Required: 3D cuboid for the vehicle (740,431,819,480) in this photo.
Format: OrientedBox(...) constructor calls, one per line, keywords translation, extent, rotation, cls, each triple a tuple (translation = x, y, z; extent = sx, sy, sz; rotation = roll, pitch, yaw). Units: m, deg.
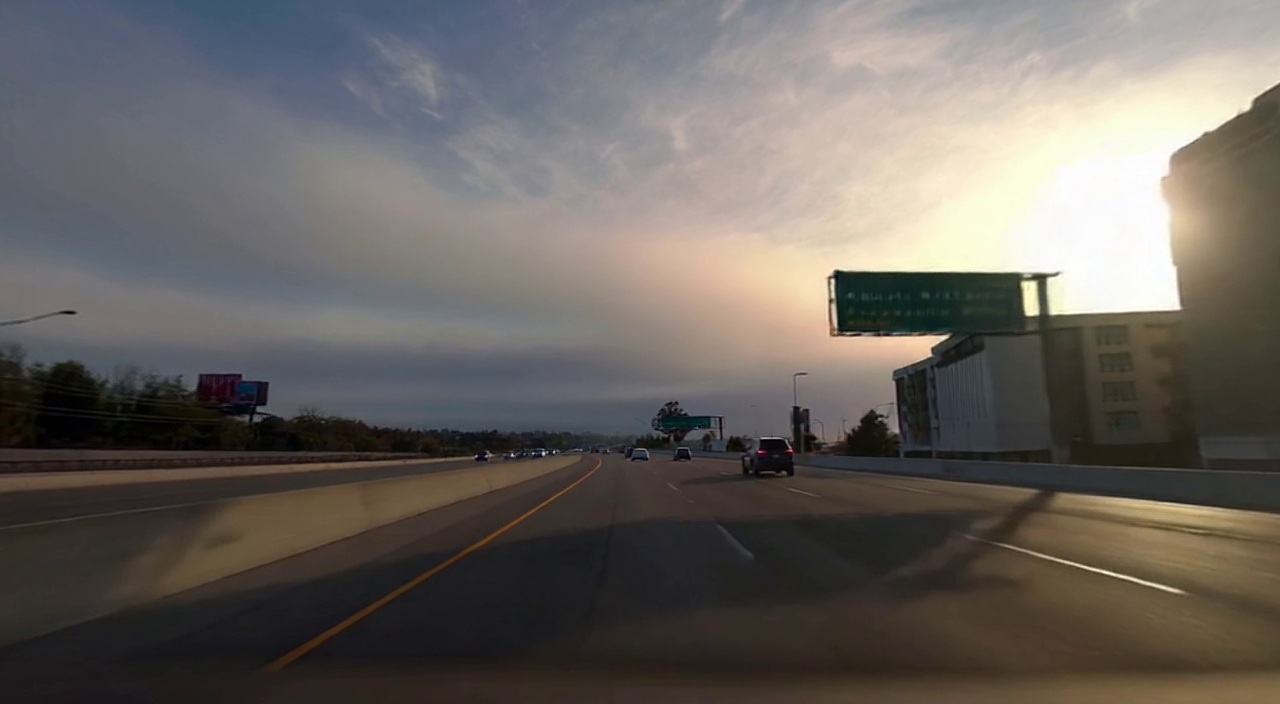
OrientedBox(translation=(5.983, 4.506, 27.820), extent=(2.181, 1.952, 4.973), rotation=(0, -8, -2), cls="vehicle")
